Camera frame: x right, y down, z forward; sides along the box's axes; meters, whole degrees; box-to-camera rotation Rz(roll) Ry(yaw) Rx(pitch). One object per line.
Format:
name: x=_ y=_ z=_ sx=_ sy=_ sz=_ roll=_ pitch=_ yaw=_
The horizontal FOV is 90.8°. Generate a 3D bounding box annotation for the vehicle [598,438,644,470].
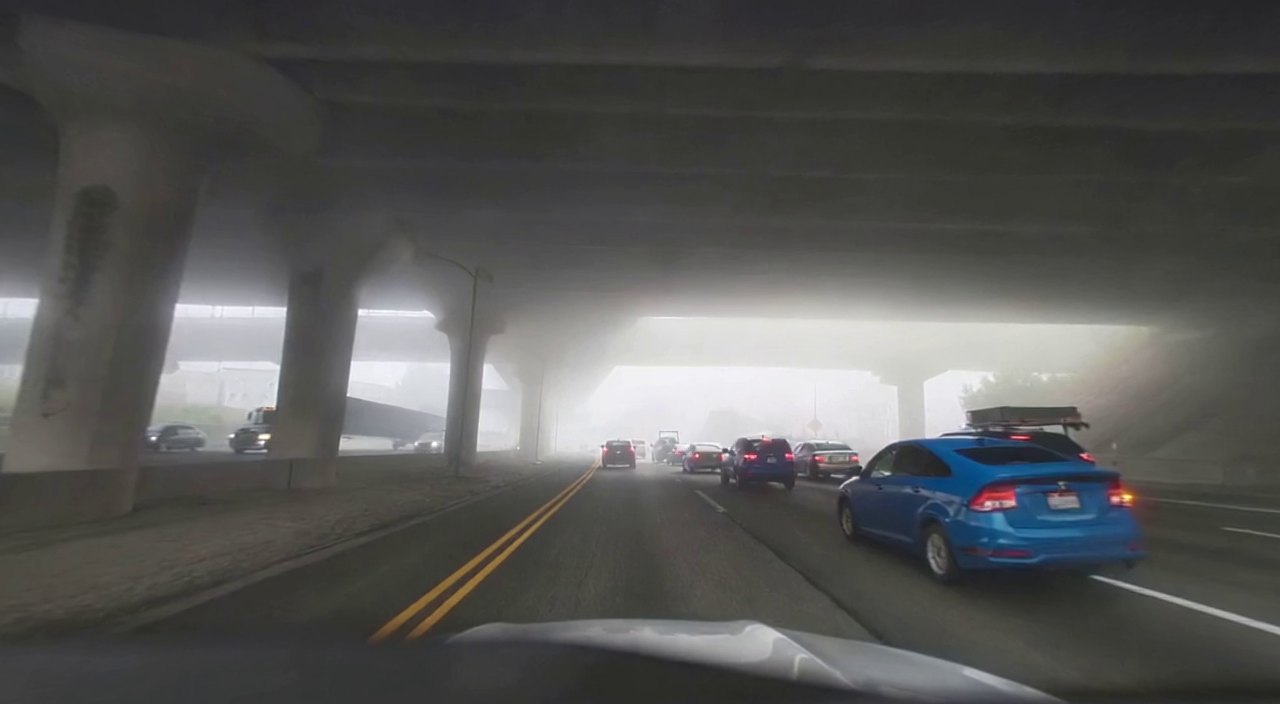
vehicle: x=-0.993 y=5.346 z=33.211 sx=2.266 sy=1.549 sz=3.978 roll=0 pitch=-8 yaw=-2

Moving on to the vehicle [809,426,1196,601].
vehicle: x=3.707 y=1.716 z=7.710 sx=1.944 sy=1.466 sz=4.540 roll=0 pitch=-8 yaw=-1

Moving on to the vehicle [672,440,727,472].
vehicle: x=2.862 y=5.148 z=31.424 sx=2.074 sy=1.455 sz=4.646 roll=0 pitch=-8 yaw=-3

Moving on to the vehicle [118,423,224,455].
vehicle: x=-29.075 y=5.480 z=39.476 sx=2.322 sy=1.825 sz=5.698 roll=0 pitch=-8 yaw=-1

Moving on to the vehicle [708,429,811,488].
vehicle: x=3.838 y=3.566 z=21.448 sx=2.276 sy=1.739 sz=5.040 roll=0 pitch=-8 yaw=-3

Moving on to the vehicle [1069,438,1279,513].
vehicle: x=13.023 y=2.812 z=15.027 sx=1.878 sy=1.459 sz=4.742 roll=1 pitch=-9 yaw=-7
